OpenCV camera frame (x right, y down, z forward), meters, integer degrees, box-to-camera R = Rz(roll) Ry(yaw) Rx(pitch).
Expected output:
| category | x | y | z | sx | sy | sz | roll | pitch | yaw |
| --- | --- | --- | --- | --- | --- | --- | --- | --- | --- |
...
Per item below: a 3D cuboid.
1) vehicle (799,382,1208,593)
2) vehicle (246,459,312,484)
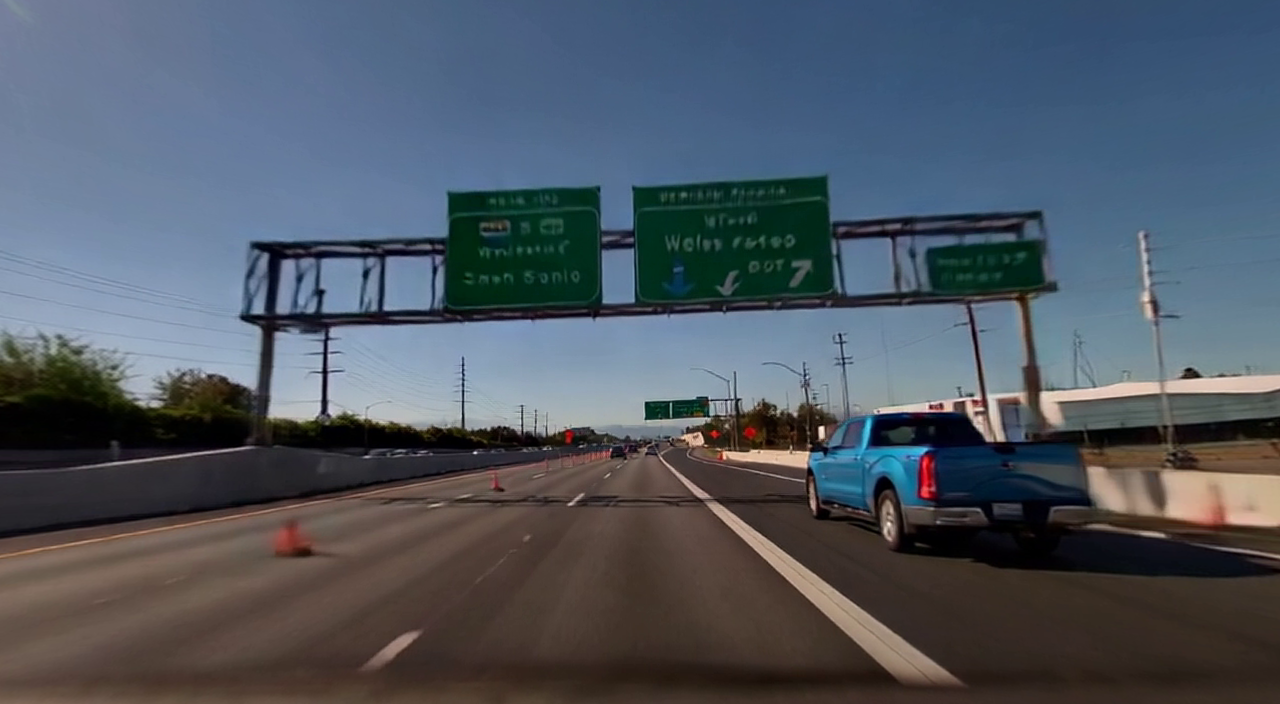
| category | x | y | z | sx | sy | sz | roll | pitch | yaw |
| --- | --- | --- | --- | --- | --- | --- | --- | --- | --- |
| vehicle | 3.868 | 1.579 | 8.254 | 2.186 | 1.840 | 5.289 | 0 | -8 | 0 |
| vehicle | -23.638 | 7.815 | 41.455 | 1.757 | 1.465 | 4.244 | 0 | -8 | 2 |
